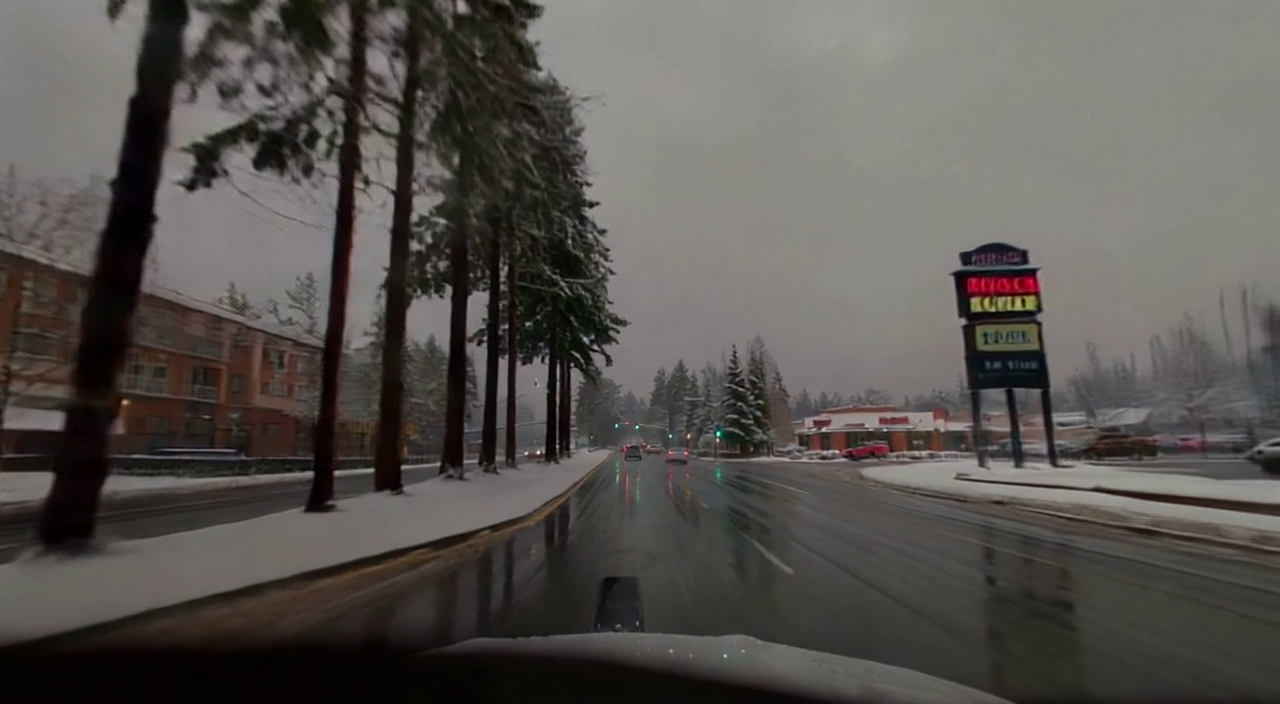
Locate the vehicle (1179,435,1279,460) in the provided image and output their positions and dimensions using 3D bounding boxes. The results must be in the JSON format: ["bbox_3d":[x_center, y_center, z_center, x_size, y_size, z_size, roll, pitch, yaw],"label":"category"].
[{"bbox_3d":[40.370,6.526,43.273,1.962,1.620,4.755,5,-9,-29],"label":"vehicle"}]

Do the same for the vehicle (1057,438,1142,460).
[{"bbox_3d":[34.742,7.335,47.892,1.853,1.552,4.707,4,-9,-30],"label":"vehicle"}]
